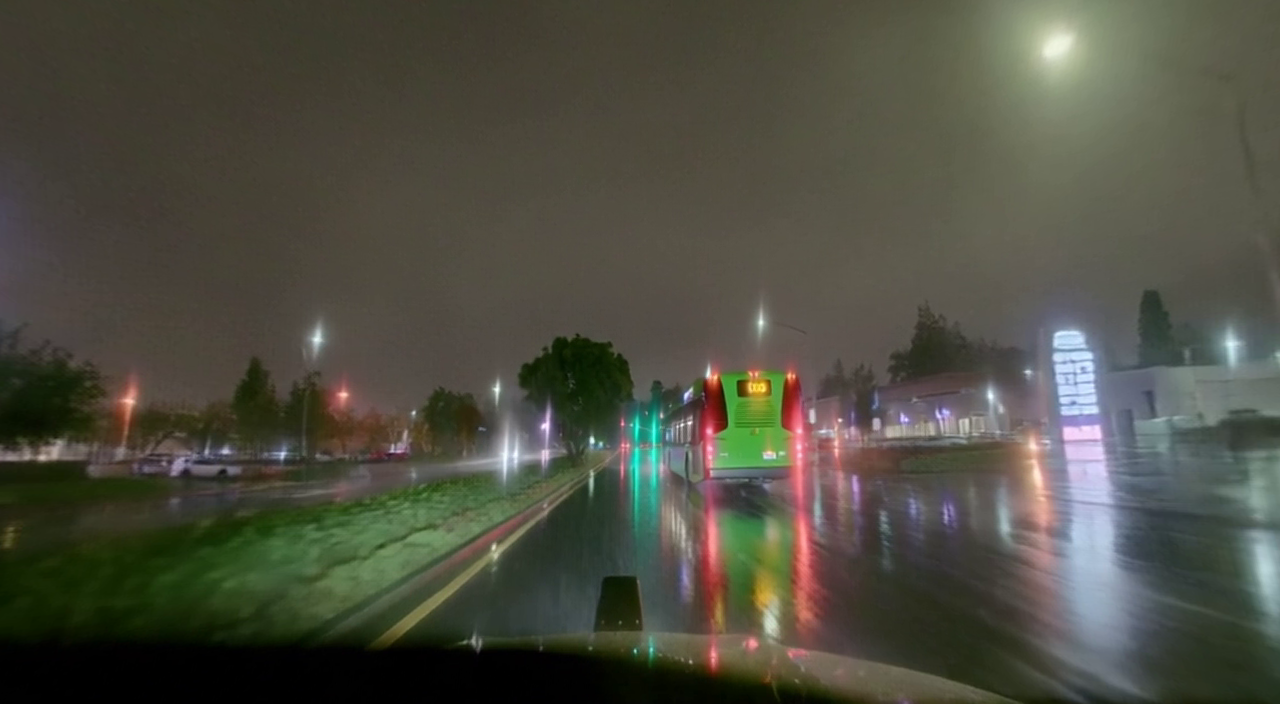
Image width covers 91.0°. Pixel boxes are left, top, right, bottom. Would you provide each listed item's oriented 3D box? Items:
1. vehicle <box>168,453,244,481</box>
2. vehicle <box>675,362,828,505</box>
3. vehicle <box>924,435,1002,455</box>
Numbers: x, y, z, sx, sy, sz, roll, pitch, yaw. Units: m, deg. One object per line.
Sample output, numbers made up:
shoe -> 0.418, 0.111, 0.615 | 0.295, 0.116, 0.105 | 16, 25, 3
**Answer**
vehicle -> -32.142, 8.502, 46.818 | 2.119, 1.714, 4.993 | -2, -8, 0
vehicle -> 2.824, 2.543, 19.278 | 2.766, 3.306, 9.281 | 0, -8, -1
vehicle -> 23.854, 6.876, 46.591 | 4.659, 1.434, 1.900 | -1, -8, 2
